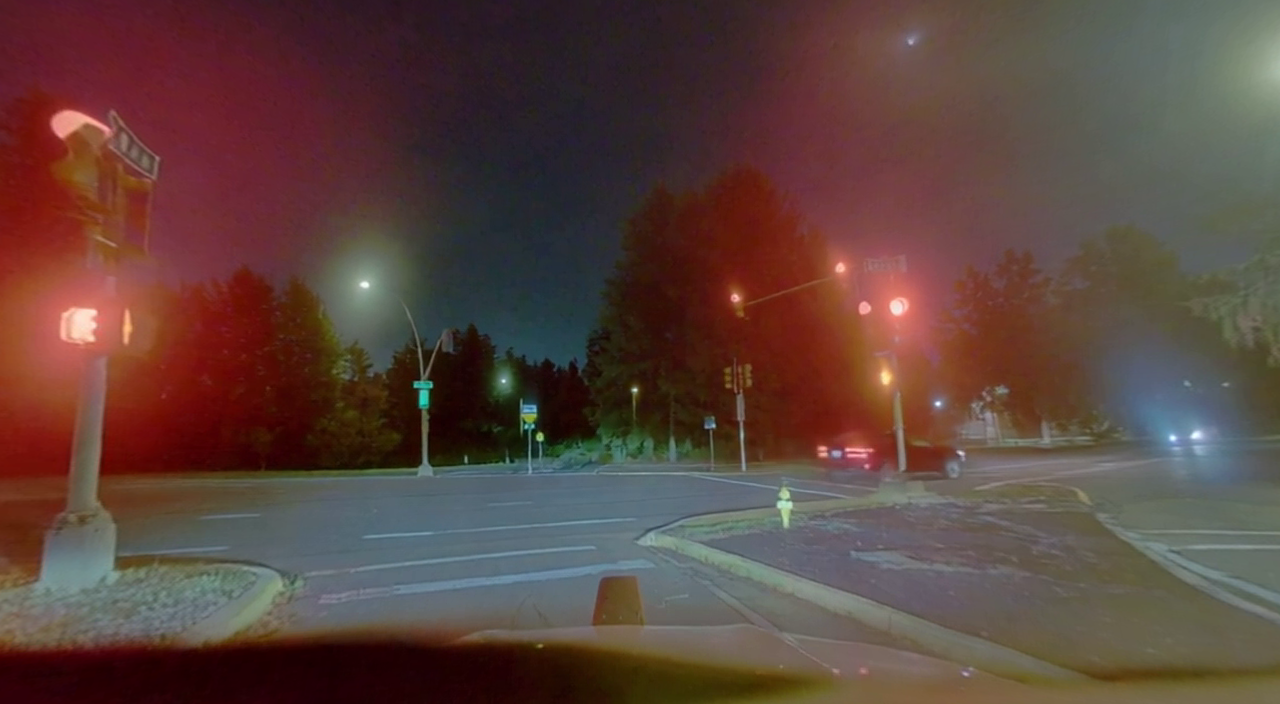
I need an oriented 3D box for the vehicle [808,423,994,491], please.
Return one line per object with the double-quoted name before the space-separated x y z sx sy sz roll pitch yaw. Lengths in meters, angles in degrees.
"vehicle" 6.985 2.759 16.916 4.545 1.602 2.014 4 -9 -26
